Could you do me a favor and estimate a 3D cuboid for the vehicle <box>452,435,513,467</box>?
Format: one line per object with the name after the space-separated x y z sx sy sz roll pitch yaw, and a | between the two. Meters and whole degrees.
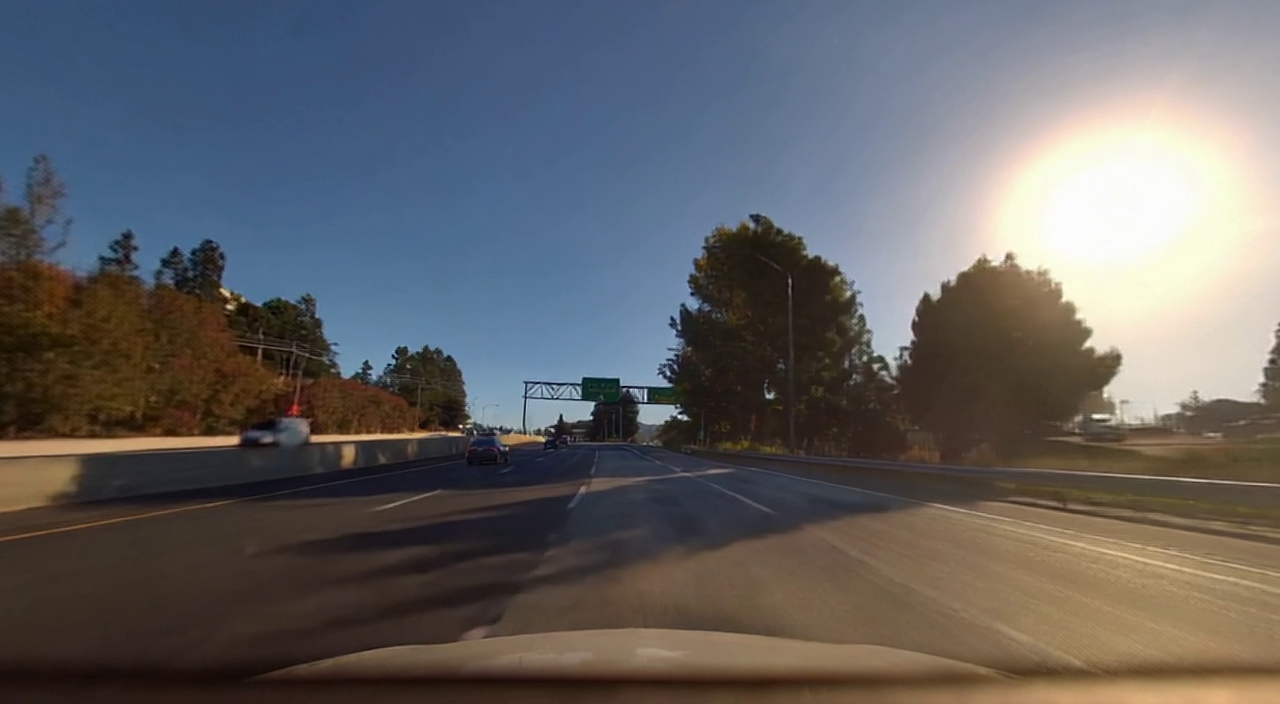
-7.959 5.022 32.233 2.025 1.494 4.495 0 -8 -1 | vehicle

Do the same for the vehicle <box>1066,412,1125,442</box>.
31.804 5.284 43.936 2.349 1.906 5.494 -9 -12 44 | vehicle

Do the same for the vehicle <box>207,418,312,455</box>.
-22.693 5.147 38.031 2.687 2.033 6.139 0 -8 -2 | vehicle
